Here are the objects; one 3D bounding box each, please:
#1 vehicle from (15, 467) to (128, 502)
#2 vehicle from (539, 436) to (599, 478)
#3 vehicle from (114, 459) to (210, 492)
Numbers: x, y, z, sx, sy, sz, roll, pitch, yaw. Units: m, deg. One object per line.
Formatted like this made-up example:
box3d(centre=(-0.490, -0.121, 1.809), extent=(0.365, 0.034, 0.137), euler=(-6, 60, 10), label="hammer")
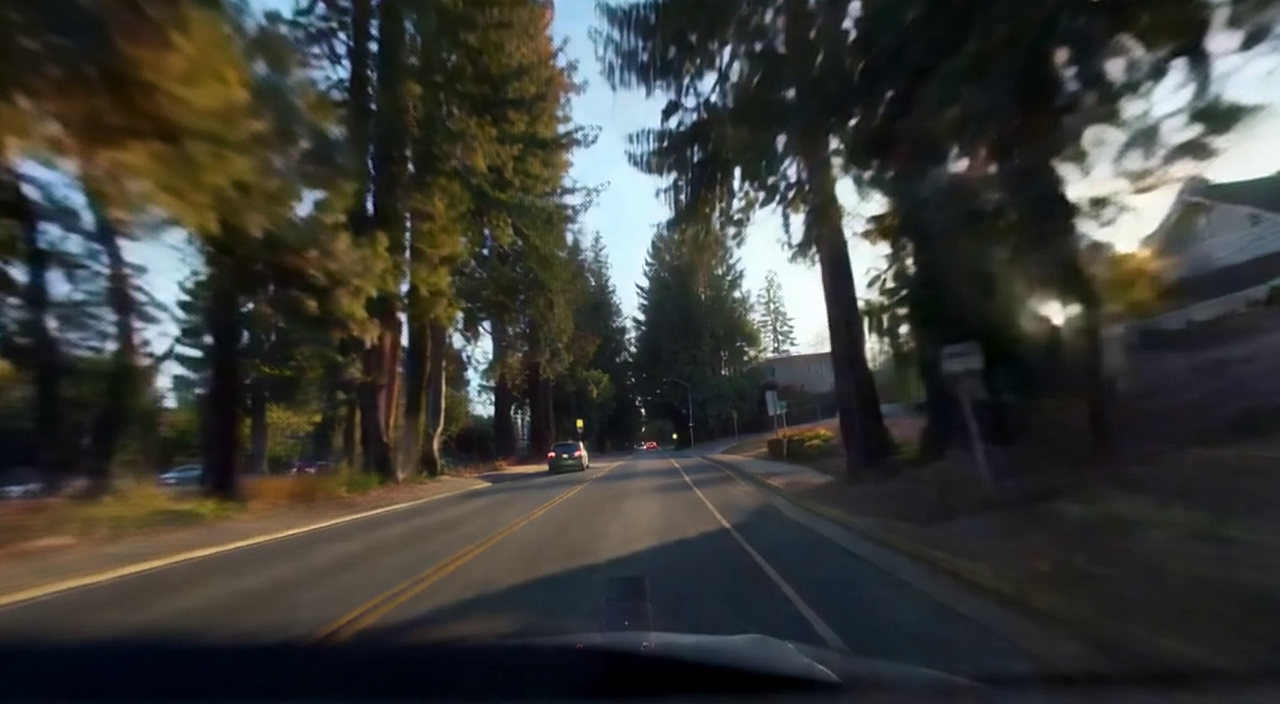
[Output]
box3d(centre=(-29.788, 6.929, 33.241), extent=(1.862, 1.478, 4.488), euler=(-2, -8, 0), label="vehicle")
box3d(centre=(-3.076, 4.637, 28.114), extent=(2.016, 1.694, 4.335), euler=(0, -8, 2), label="vehicle")
box3d(centre=(-29.684, 7.668, 39.392), extent=(1.992, 1.792, 4.929), euler=(0, -8, 2), label="vehicle")
